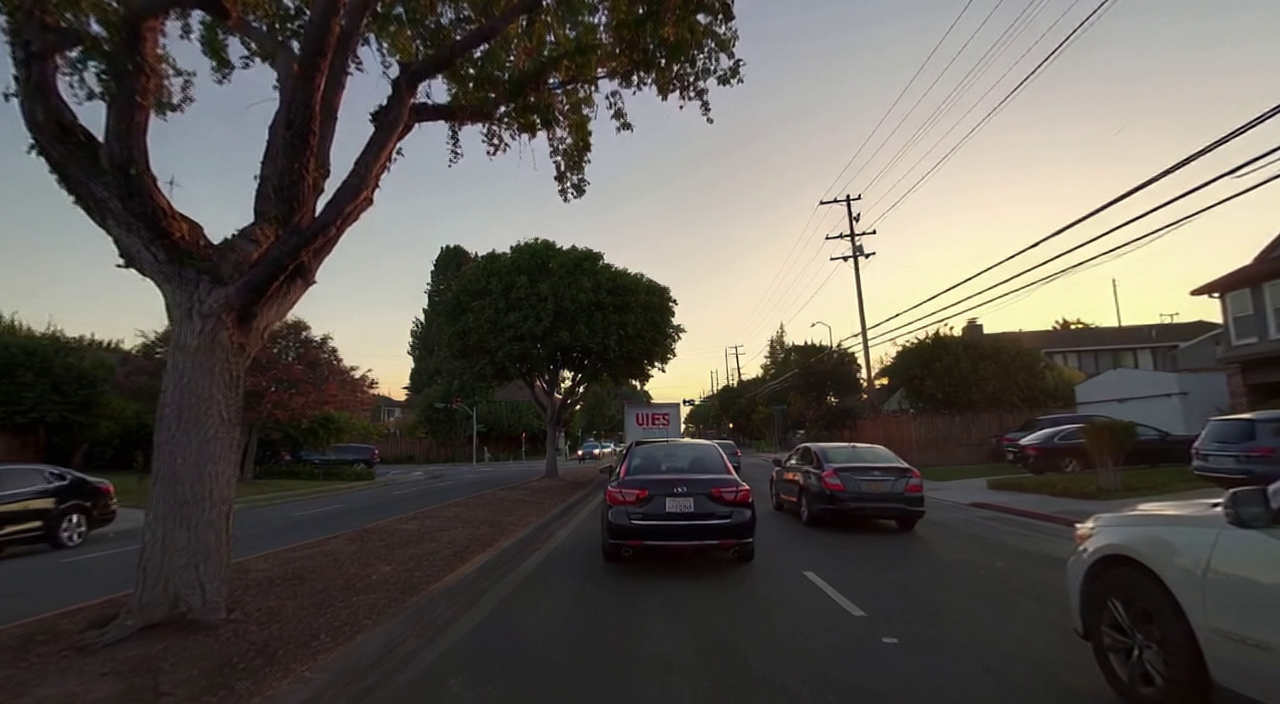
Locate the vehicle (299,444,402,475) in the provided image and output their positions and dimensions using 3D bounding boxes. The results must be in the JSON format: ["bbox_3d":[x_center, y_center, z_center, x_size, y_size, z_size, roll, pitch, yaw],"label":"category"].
[{"bbox_3d":[-17.447,6.464,37.948,5.274,1.793,1.921,0,-8,2],"label":"vehicle"}]

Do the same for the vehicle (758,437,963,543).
[{"bbox_3d":[3.533,2.280,11.121,1.993,1.479,4.487,0,-8,0],"label":"vehicle"}]

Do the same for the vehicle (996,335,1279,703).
[{"bbox_3d":[3.316,0.711,1.594,2.069,1.722,4.888,0,-8,2],"label":"vehicle"}]

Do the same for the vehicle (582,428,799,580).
[{"bbox_3d":[0.503,1.844,8.518,2.158,1.499,4.377,0,-8,0],"label":"vehicle"}]

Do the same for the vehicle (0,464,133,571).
[{"bbox_3d":[-10.343,2.453,9.126,1.925,1.482,4.753,0,-8,1],"label":"vehicle"}]
